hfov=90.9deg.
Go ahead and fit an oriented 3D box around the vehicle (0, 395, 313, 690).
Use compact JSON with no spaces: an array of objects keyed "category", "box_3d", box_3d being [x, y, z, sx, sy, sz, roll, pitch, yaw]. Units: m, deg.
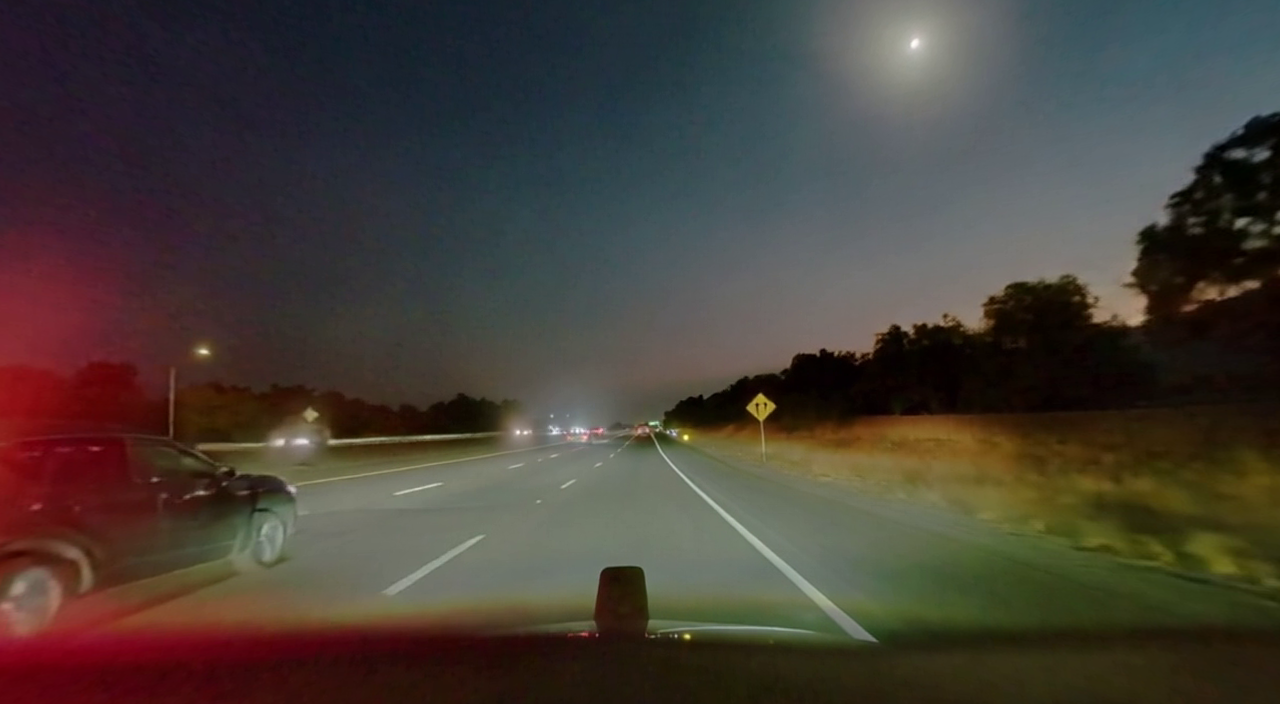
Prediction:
[{"category":"vehicle","box_3d":[-4.445,1.125,4.084,2.071,1.556,4.729,0,-8,1]}]
